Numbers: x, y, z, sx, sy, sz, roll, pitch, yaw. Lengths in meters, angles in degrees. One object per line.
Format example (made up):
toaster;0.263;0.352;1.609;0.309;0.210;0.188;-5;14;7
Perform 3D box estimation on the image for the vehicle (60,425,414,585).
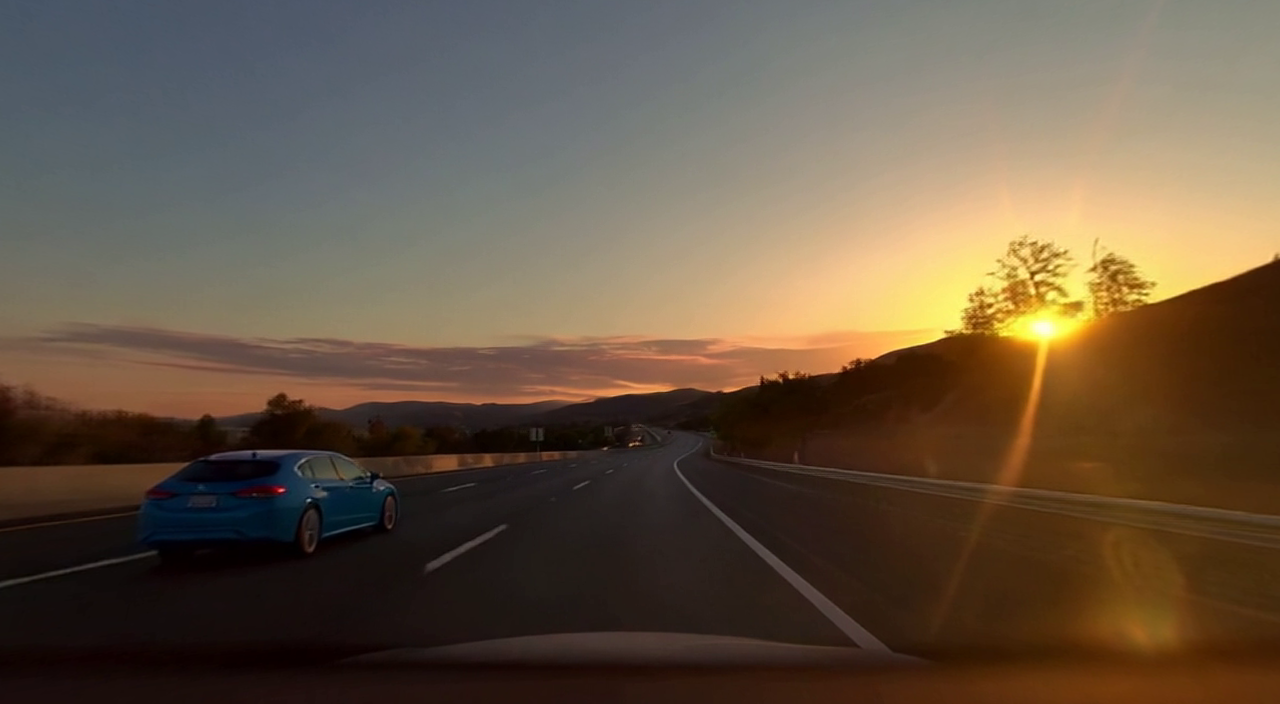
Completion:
vehicle;-4.546;1.749;7.971;1.928;1.504;3.745;0;-9;1
